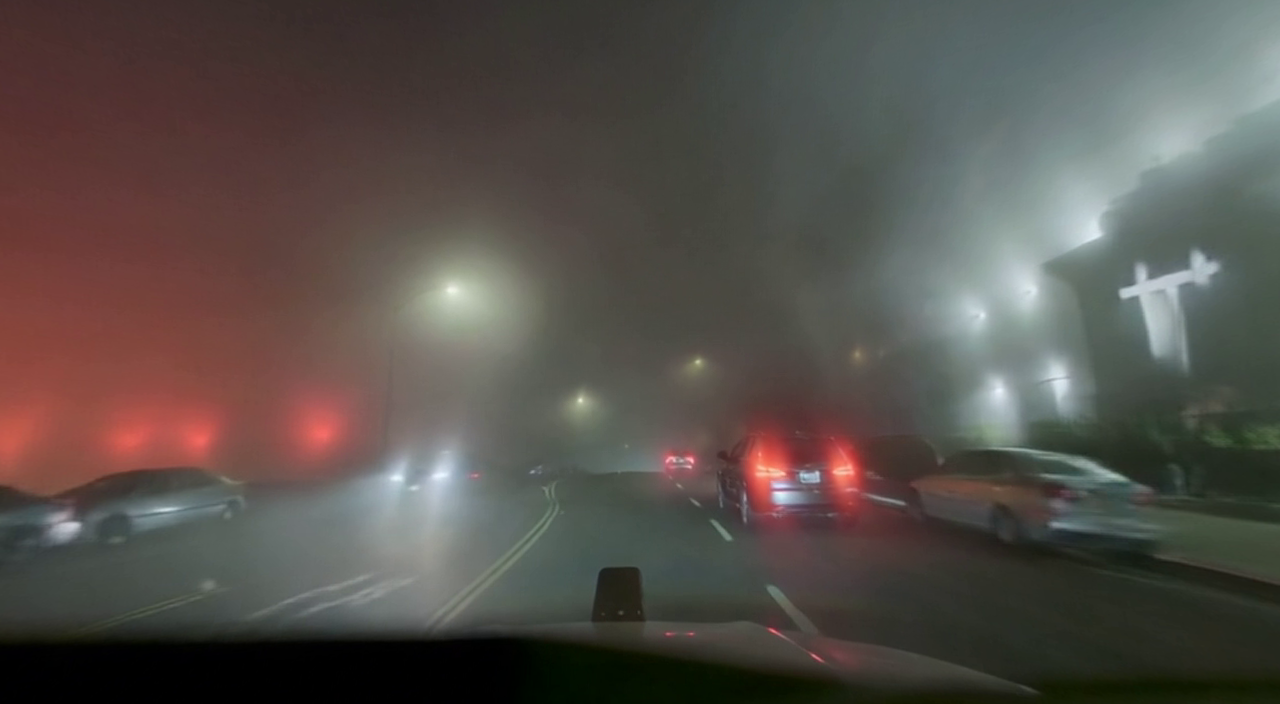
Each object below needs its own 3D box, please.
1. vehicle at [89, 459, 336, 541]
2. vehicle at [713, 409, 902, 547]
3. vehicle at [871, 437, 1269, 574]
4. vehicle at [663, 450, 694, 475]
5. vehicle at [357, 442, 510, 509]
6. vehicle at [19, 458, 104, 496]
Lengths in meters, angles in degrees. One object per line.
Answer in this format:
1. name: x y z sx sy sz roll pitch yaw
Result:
1. vehicle: -8.772 3.051 13.637 1.921 1.340 4.655 -1 -9 3
2. vehicle: 2.545 2.053 10.884 1.995 1.858 4.333 0 -9 -1
3. vehicle: 5.450 1.991 9.229 2.166 1.399 5.177 0 -9 0
4. vehicle: 2.820 8.039 46.149 2.196 1.655 3.939 -1 -9 4
5. vehicle: -5.118 3.120 16.570 2.153 1.469 4.939 -1 -9 2
6. vehicle: -28.777 6.163 31.431 3.808 1.723 2.008 -6 -10 32
